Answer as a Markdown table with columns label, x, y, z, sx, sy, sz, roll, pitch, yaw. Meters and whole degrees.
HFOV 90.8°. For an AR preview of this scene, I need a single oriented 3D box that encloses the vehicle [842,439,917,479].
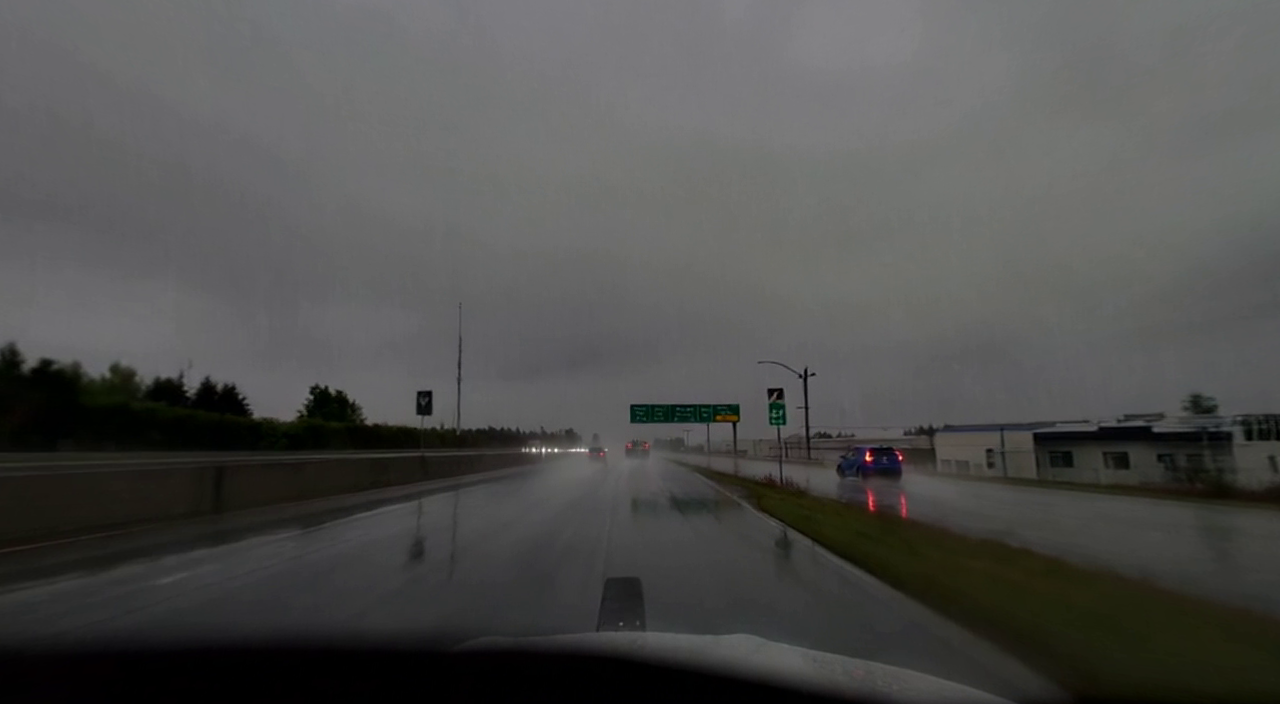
| label | x | y | z | sx | sy | sz | roll | pitch | yaw |
| --- | --- | --- | --- | --- | --- | --- | --- | --- | --- |
| vehicle | 15.058 | 6.775 | 40.116 | 2.411 | 2.326 | 5.300 | 0 | -9 | -3 |
